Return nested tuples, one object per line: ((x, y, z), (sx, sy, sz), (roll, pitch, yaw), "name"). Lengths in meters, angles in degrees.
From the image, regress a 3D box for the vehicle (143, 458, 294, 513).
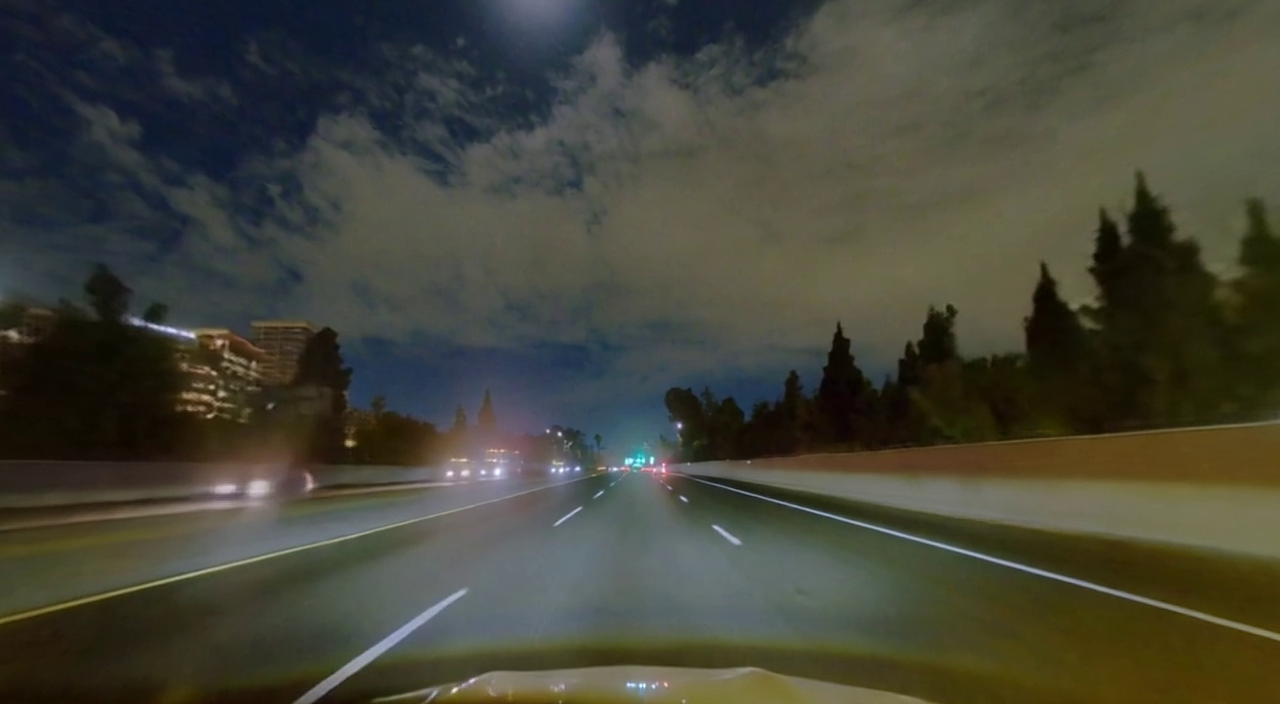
((-12.781, 4.068, 19.461), (1.866, 1.469, 3.952), (1, -10, 0), "vehicle")
